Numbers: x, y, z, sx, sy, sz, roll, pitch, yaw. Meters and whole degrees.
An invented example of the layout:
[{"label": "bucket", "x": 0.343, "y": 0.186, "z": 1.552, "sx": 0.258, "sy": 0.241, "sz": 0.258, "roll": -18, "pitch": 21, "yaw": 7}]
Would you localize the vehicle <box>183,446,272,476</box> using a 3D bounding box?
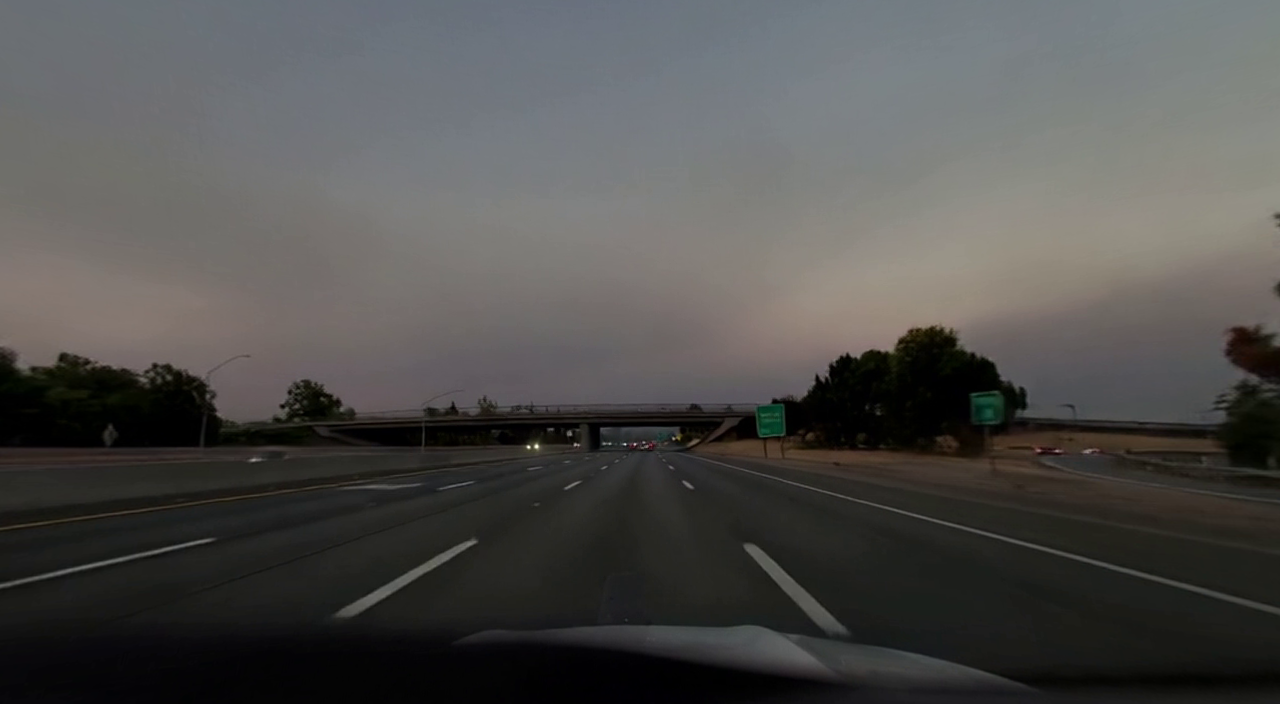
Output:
[{"label": "vehicle", "x": -23.360, "y": 6.163, "z": 35.943, "sx": 1.863, "sy": 1.584, "sz": 4.527, "roll": 0, "pitch": -8, "yaw": 3}]
